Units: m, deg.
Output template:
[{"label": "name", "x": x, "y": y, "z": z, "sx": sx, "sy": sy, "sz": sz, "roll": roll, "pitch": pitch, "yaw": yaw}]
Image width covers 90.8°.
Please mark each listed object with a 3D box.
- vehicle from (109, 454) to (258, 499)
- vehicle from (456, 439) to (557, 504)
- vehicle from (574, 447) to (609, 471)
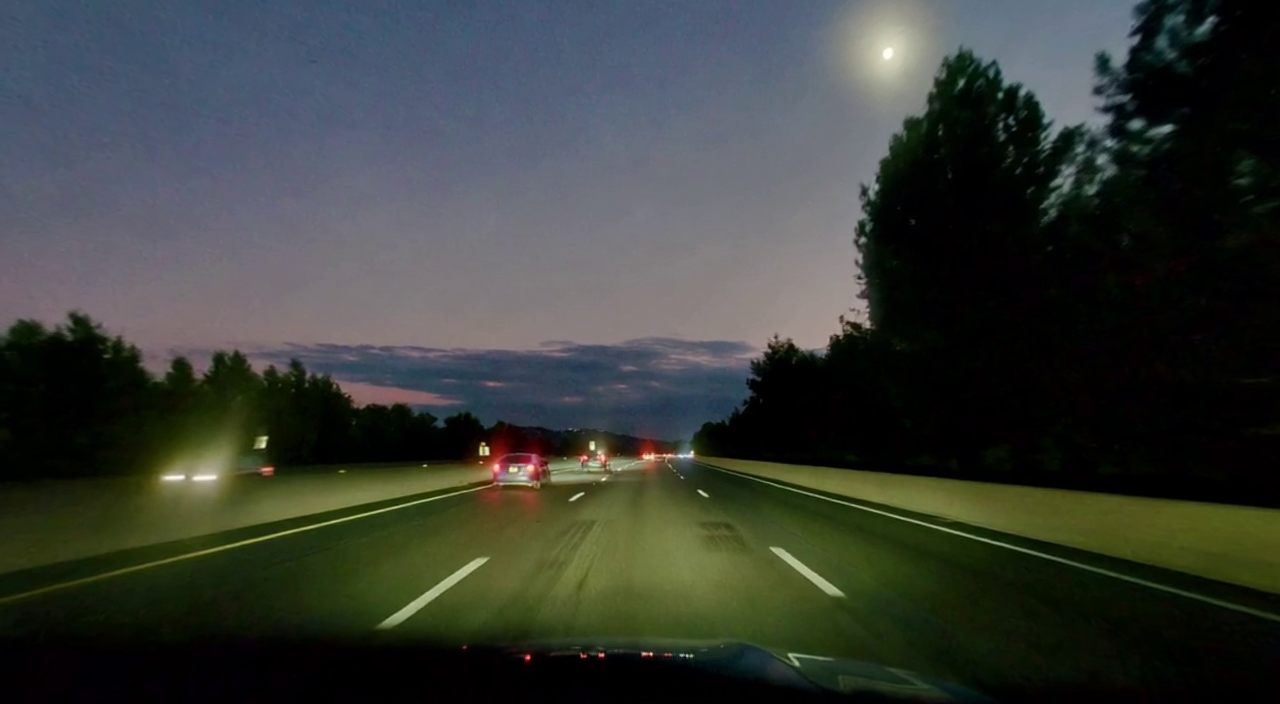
[{"label": "vehicle", "x": -16.704, "y": 4.548, "z": 23.466, "sx": 1.974, "sy": 1.470, "sz": 4.704, "roll": 0, "pitch": -9, "yaw": 1}, {"label": "vehicle", "x": -3.595, "y": 3.295, "z": 17.765, "sx": 1.846, "sy": 1.600, "sz": 4.108, "roll": 0, "pitch": -9, "yaw": 1}, {"label": "vehicle", "x": -3.318, "y": 7.448, "z": 44.046, "sx": 1.996, "sy": 1.565, "sz": 4.159, "roll": 0, "pitch": -9, "yaw": 2}]
